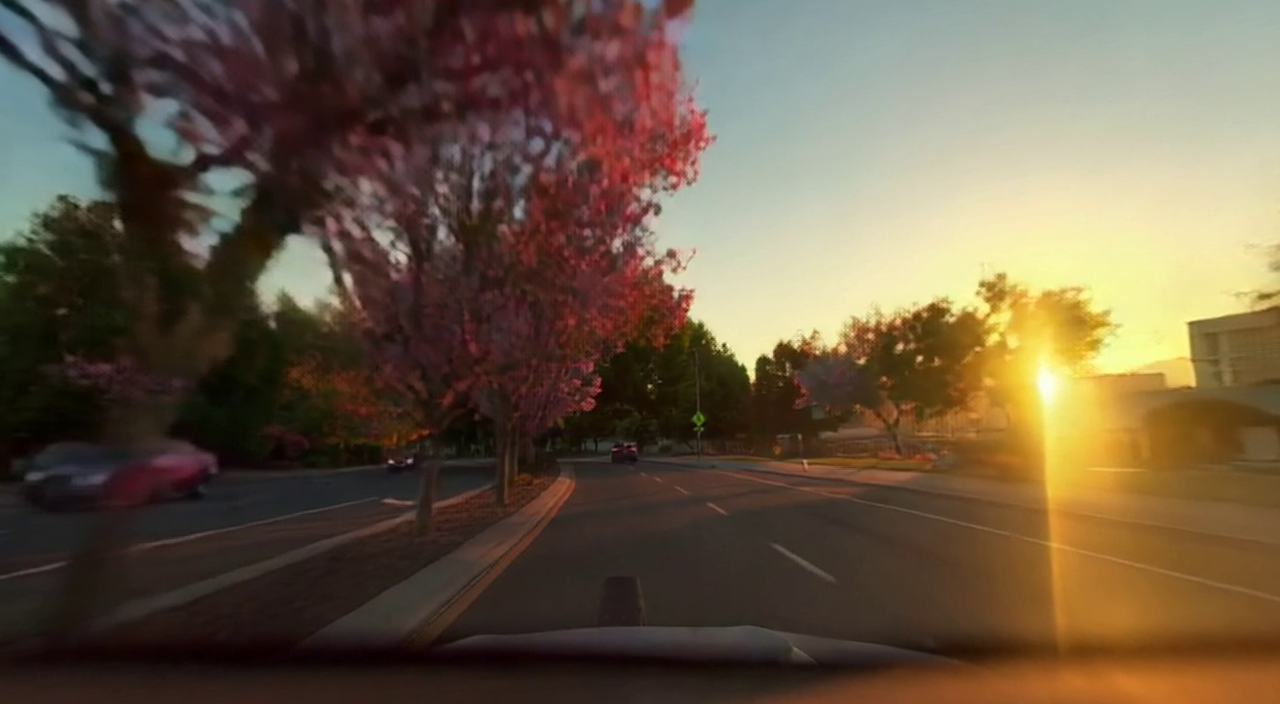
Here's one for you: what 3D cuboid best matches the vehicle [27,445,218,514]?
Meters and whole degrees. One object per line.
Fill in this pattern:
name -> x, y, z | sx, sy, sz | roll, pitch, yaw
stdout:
vehicle -> -14.371, 3.507, 17.848 | 1.985, 1.705, 4.209 | 0, -9, -4

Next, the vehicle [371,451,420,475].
vehicle -> -17.260, 7.806, 44.512 | 2.046, 1.523, 4.802 | 1, -9, -7
